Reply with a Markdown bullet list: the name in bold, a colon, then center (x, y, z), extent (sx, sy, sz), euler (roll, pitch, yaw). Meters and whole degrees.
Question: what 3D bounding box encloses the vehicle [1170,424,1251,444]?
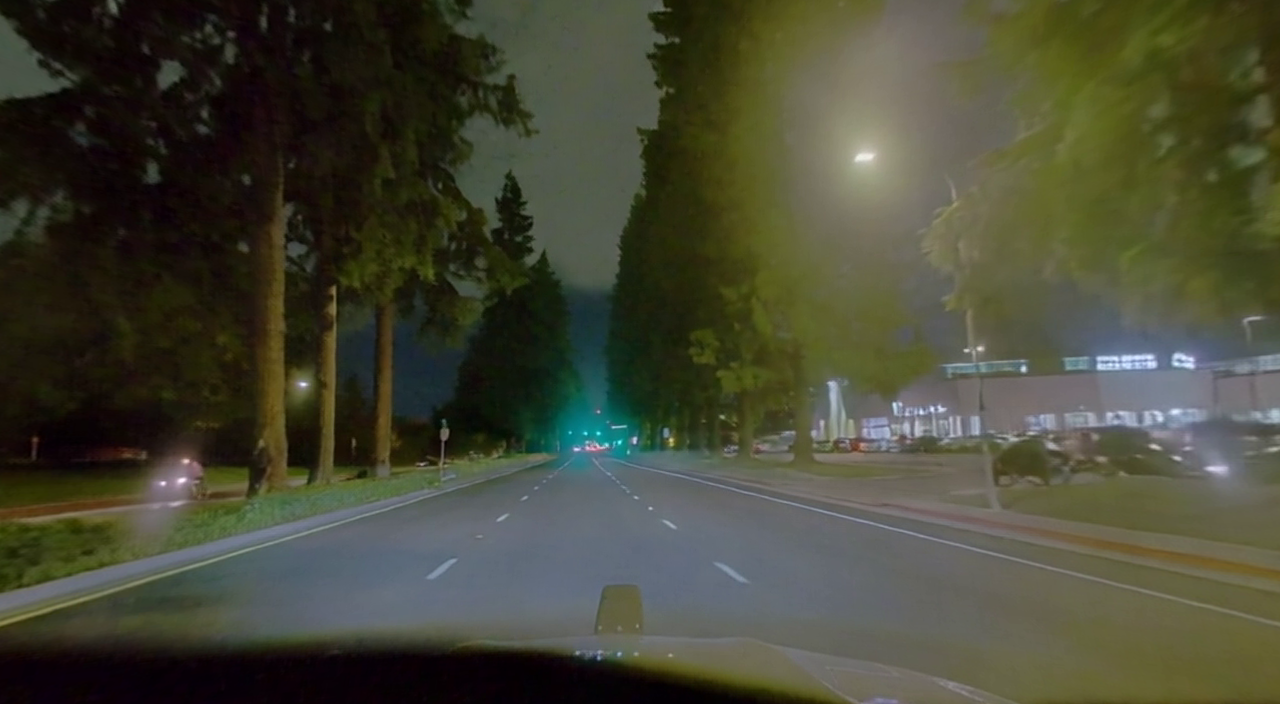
- **vehicle**: center (44.248, 6.436, 49.155), extent (1.720, 1.443, 4.685), euler (0, -8, -3)
